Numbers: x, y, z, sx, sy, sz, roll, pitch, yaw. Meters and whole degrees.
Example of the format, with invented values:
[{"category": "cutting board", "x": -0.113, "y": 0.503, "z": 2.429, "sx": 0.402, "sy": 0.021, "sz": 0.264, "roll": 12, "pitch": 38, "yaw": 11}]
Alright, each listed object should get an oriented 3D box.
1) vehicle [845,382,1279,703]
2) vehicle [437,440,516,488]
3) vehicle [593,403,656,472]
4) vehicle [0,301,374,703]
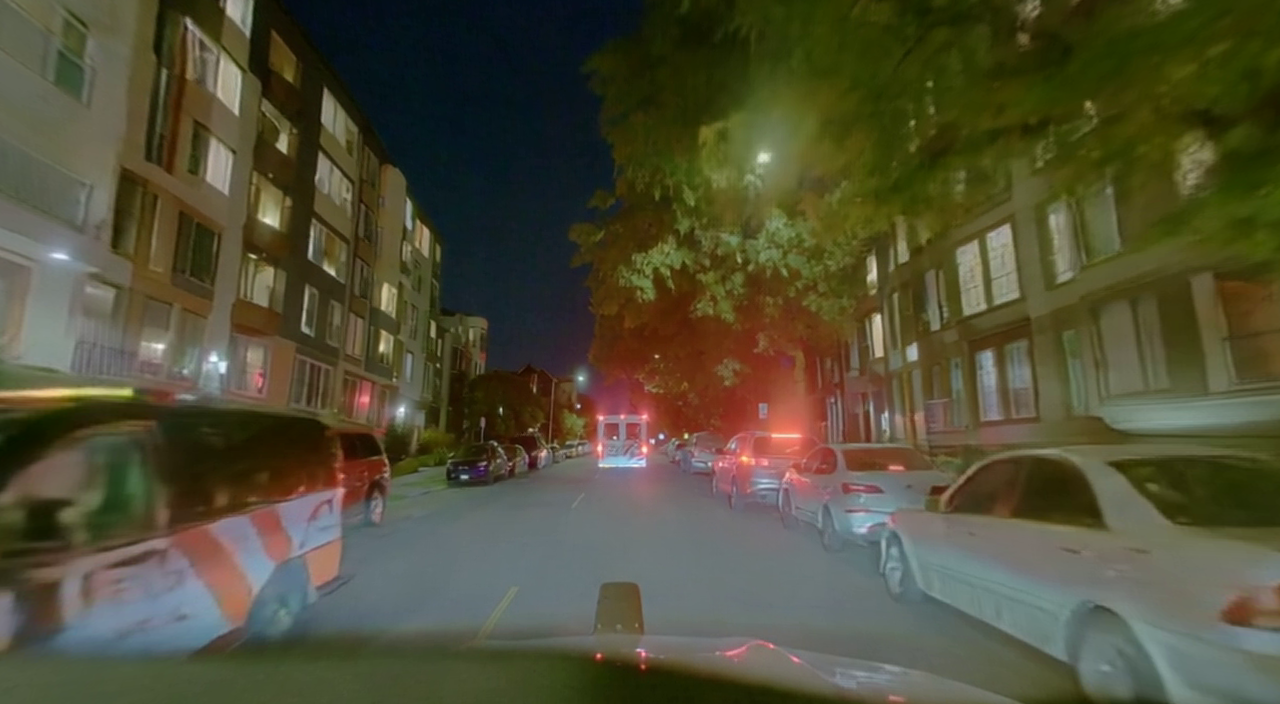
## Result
[{"category": "vehicle", "x": 3.152, "y": 1.190, "z": 4.096, "sx": 2.035, "sy": 1.549, "sz": 4.373, "roll": 2, "pitch": -8, "yaw": -3}, {"category": "vehicle", "x": -6.136, "y": 4.221, "z": 24.224, "sx": 1.967, "sy": 1.492, "sz": 4.781, "roll": -4, "pitch": -8, "yaw": -4}, {"category": "vehicle", "x": -0.768, "y": 4.285, "z": 31.457, "sx": 2.754, "sy": 3.008, "sz": 7.730, "roll": 0, "pitch": -8, "yaw": -1}, {"category": "vehicle", "x": -3.114, "y": 0.881, "z": 2.873, "sx": 2.029, "sy": 1.802, "sz": 4.229, "roll": -1, "pitch": -8, "yaw": -1}]
